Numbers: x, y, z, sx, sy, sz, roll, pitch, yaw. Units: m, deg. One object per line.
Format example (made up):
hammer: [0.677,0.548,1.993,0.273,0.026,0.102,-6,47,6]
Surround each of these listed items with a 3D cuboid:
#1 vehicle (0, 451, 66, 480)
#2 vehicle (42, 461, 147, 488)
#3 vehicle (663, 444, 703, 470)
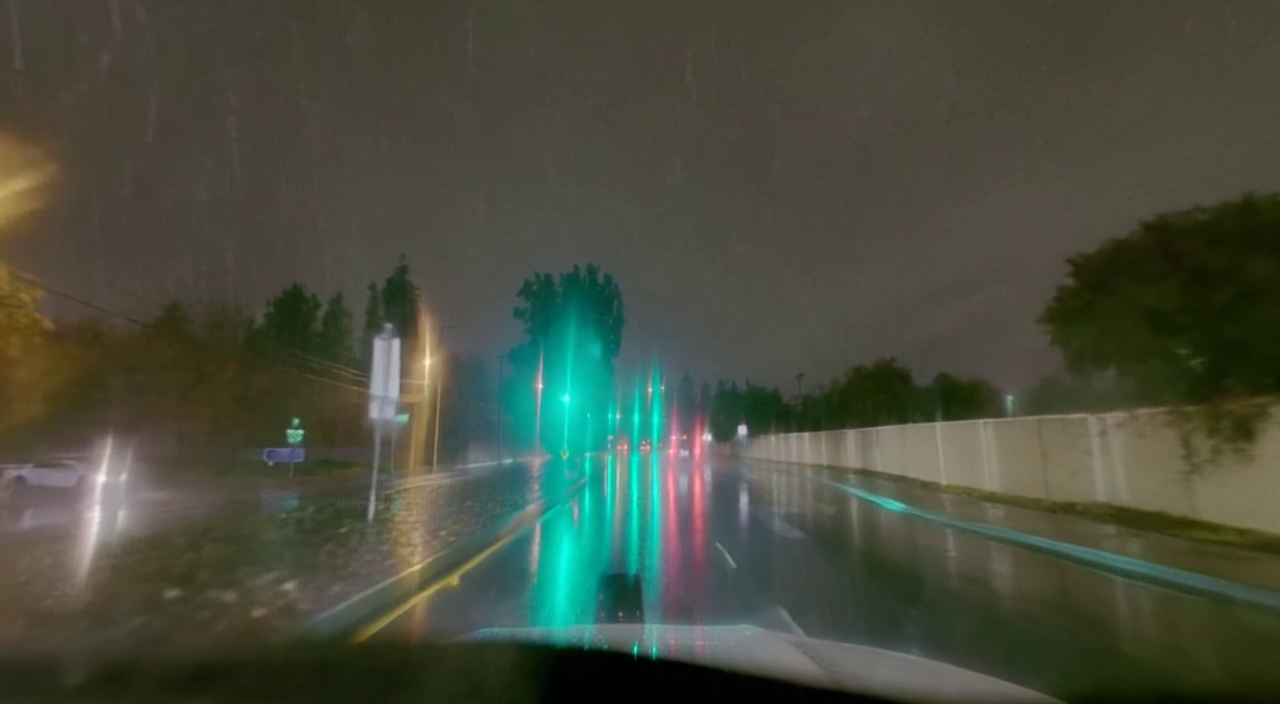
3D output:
vehicle: [-42.715,7.821,43.312,2.040,1.792,4.780,-4,-7,-1]
vehicle: [-32.279,7.233,37.348,4.384,1.463,1.969,0,-9,0]
vehicle: [2.561,6.392,38.385,2.105,1.490,4.008,0,-9,-1]
